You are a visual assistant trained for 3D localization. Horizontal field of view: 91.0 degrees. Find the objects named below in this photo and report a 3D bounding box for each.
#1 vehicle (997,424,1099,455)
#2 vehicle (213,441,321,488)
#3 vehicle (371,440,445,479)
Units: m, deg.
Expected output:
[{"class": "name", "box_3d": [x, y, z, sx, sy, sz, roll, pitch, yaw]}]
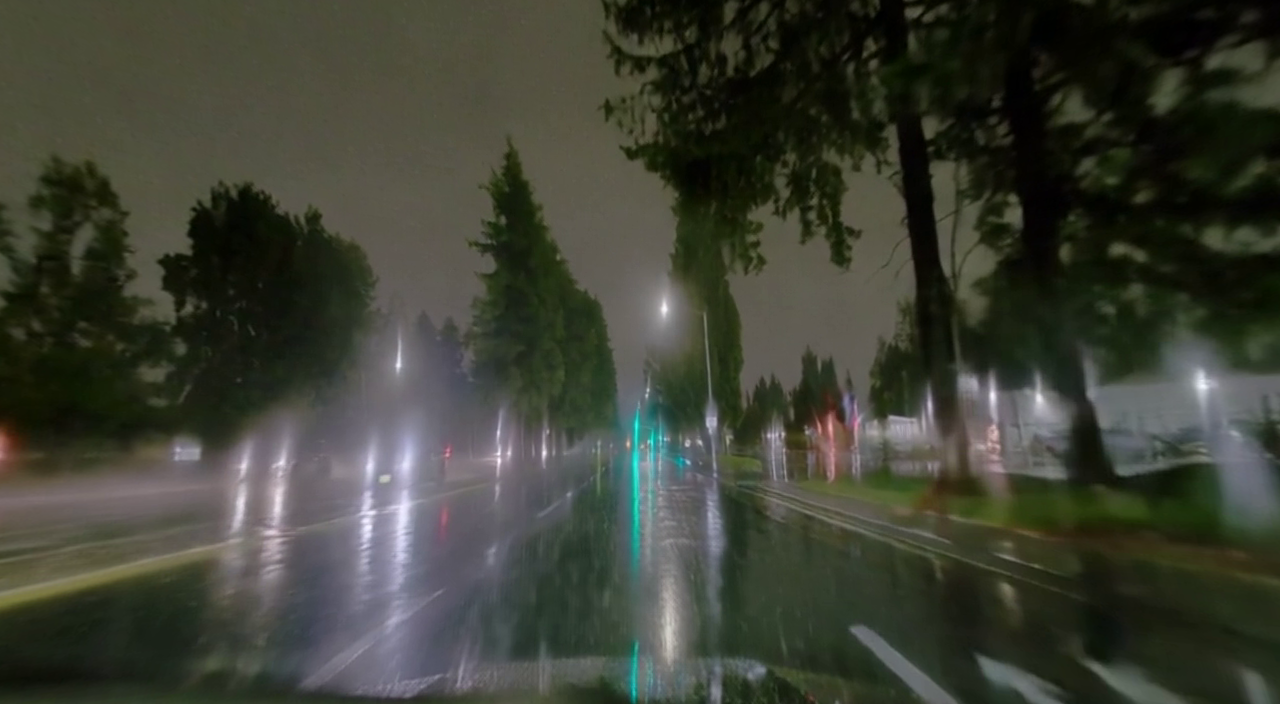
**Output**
[{"class": "vehicle", "box_3d": [25.303, 5.477, 39.155, 4.814, 1.804, 1.980, -1, -9, 1]}, {"class": "vehicle", "box_3d": [-15.367, 4.630, 26.210, 1.938, 1.775, 4.137, 0, -9, 0]}, {"class": "vehicle", "box_3d": [-11.944, 5.558, 32.797, 2.146, 1.847, 4.437, 0, -9, 0]}]
